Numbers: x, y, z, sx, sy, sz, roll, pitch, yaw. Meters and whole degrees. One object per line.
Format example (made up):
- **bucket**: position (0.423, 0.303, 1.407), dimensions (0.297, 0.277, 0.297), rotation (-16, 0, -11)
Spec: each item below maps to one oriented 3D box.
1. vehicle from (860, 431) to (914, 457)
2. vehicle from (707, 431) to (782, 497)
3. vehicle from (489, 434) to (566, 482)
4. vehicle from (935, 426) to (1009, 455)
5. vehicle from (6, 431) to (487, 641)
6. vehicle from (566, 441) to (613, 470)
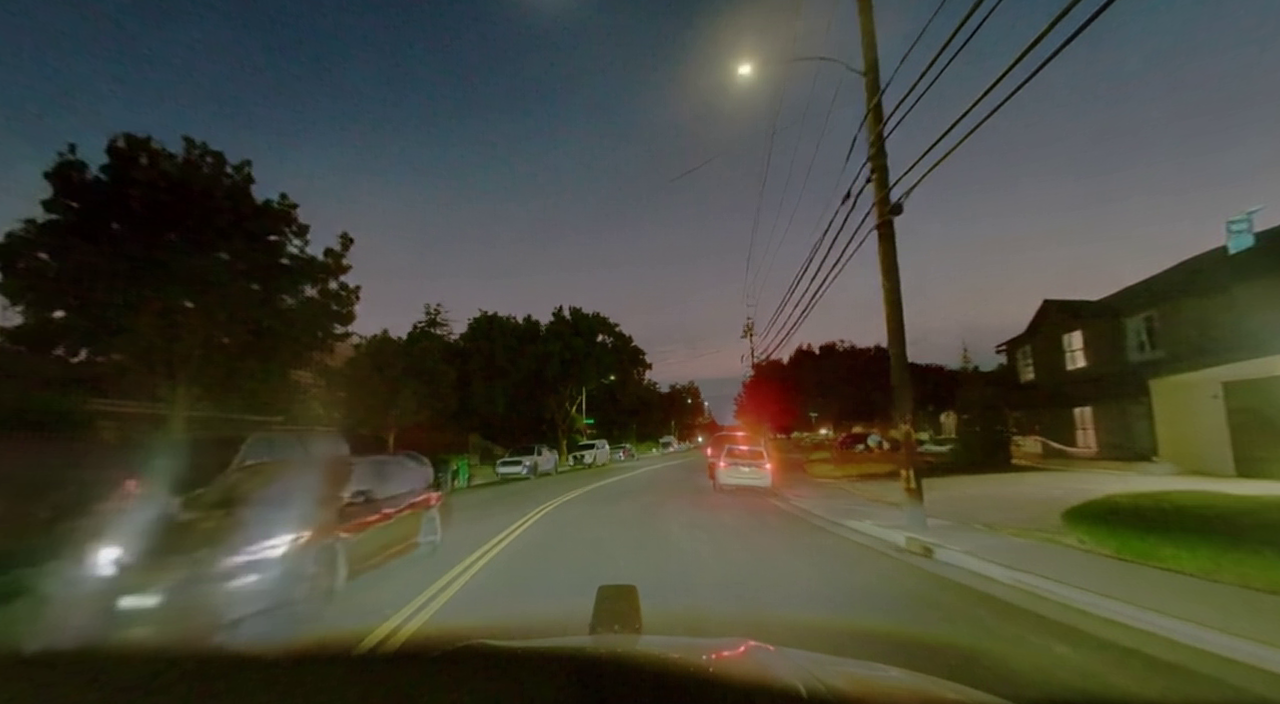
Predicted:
- **vehicle**: position (17.013, 6.353, 43.697), dimensions (2.079, 1.675, 3.855), rotation (0, -9, -1)
- **vehicle**: position (3.175, 3.497, 20.147), dimensions (2.032, 1.810, 5.047), rotation (-1, -9, 6)
- **vehicle**: position (-5.481, 5.316, 31.623), dimensions (2.353, 2.037, 5.358), rotation (-5, -11, 6)
- **vehicle**: position (22.220, 6.000, 42.491), dimensions (2.253, 1.805, 4.842), rotation (1, -9, -1)
- **vehicle**: position (-3.644, 1.779, 7.236), dimensions (2.448, 1.475, 4.568), rotation (-4, -9, 3)
- **vehicle**: position (-3.421, 7.182, 44.012), dimensions (2.192, 1.873, 4.985), rotation (-1, -9, 9)
